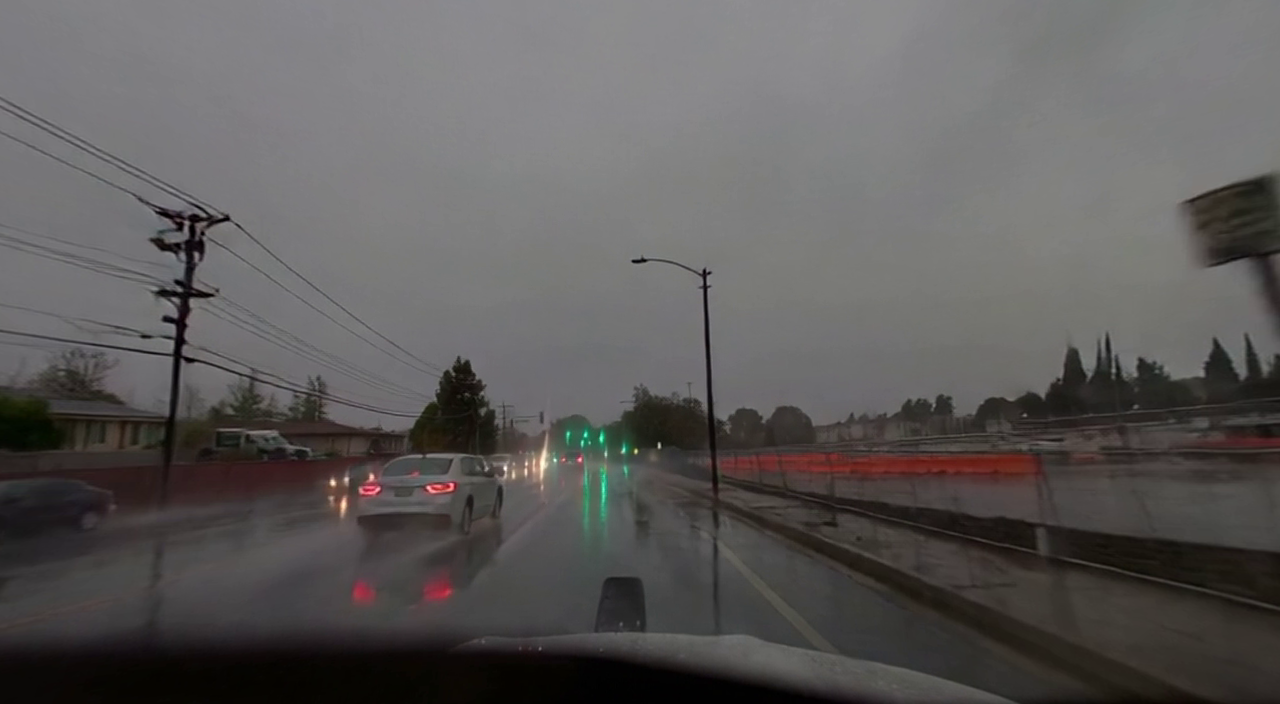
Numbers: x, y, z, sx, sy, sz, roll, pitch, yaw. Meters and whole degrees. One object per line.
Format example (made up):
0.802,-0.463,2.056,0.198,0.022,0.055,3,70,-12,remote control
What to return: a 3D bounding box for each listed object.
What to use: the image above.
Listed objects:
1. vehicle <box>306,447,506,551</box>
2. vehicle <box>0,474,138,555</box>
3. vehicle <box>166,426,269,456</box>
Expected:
-3.896,2.505,11.492,2.020,1.489,4.469,1,-9,-1,vehicle
-14.343,3.648,14.391,1.950,1.516,4.704,1,-9,-2,vehicle
-25.780,5.490,38.575,4.635,1.737,2.146,1,-9,-6,vehicle
